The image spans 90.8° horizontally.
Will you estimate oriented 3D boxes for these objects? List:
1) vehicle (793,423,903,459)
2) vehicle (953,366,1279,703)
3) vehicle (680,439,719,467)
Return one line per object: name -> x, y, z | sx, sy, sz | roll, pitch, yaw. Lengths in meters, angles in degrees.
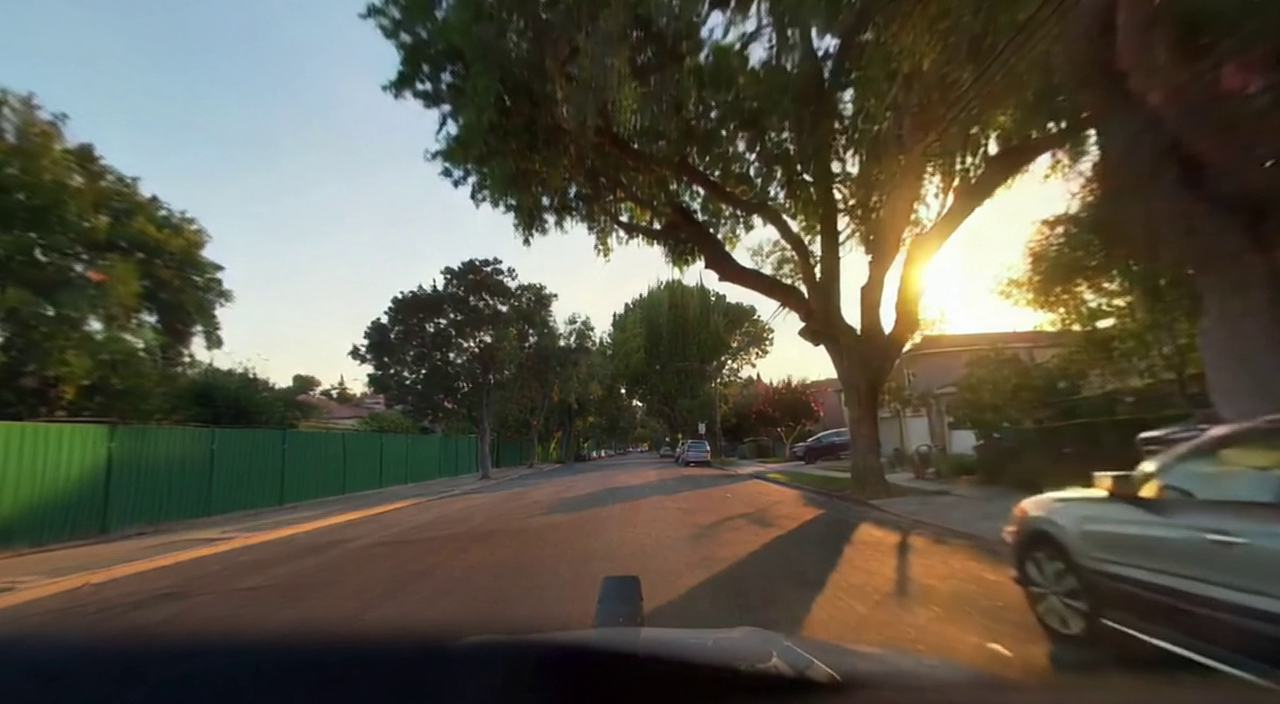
vehicle -> 11.025, 4.786, 33.819 | 5.046, 1.800, 2.201 | -1, -8, 1
vehicle -> 3.670, 0.922, 2.849 | 2.165, 1.688, 4.642 | -2, -9, 1
vehicle -> 3.853, 6.681, 41.928 | 2.122, 1.673, 4.876 | 0, -8, 0
